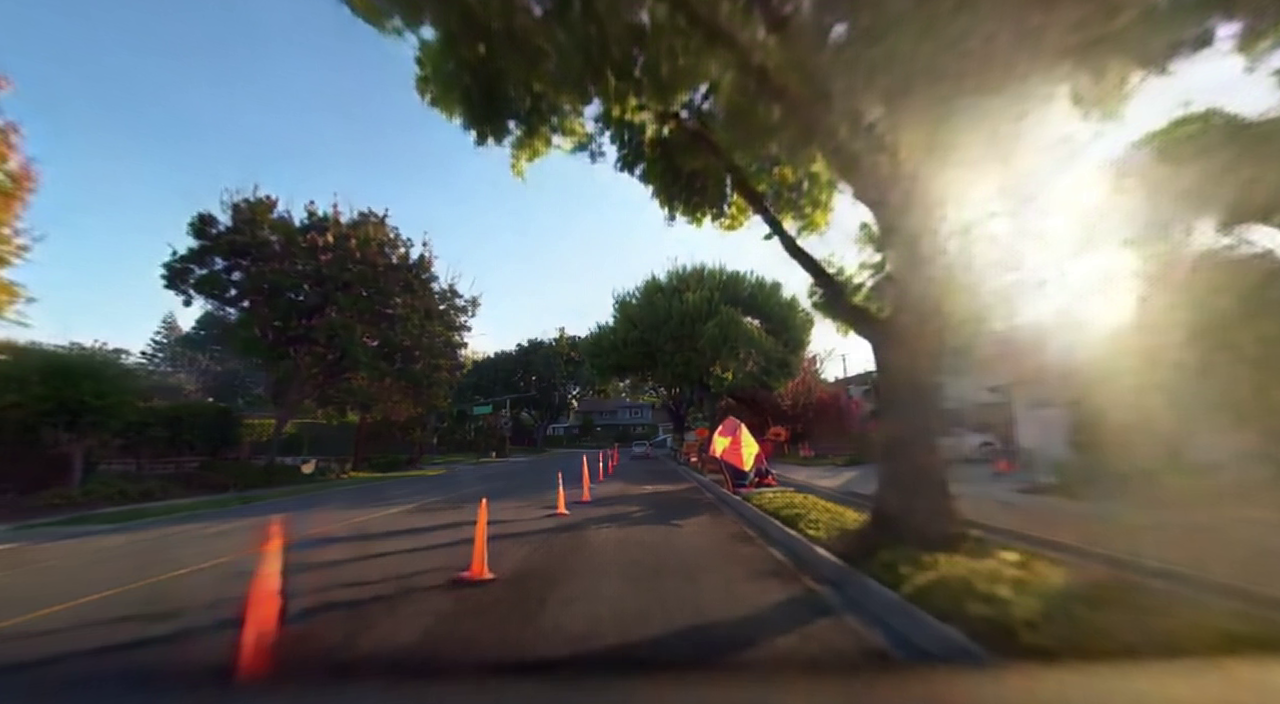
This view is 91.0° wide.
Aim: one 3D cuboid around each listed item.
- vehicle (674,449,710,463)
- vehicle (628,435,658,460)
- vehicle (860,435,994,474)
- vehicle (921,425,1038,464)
[{"bbox_3d":[3.474,6.980,42.504,2.123,0.883,3.024,0,-8,0],"label":"vehicle"},{"bbox_3d":[0.210,6.952,45.852,2.151,1.708,4.084,0,-9,0],"label":"vehicle"},{"bbox_3d":[11.350,4.064,25.130,4.463,1.466,1.813,0,-8,3],"label":"vehicle"},{"bbox_3d":[15.720,4.293,29.283,4.302,1.736,1.932,0,-8,-2],"label":"vehicle"}]
